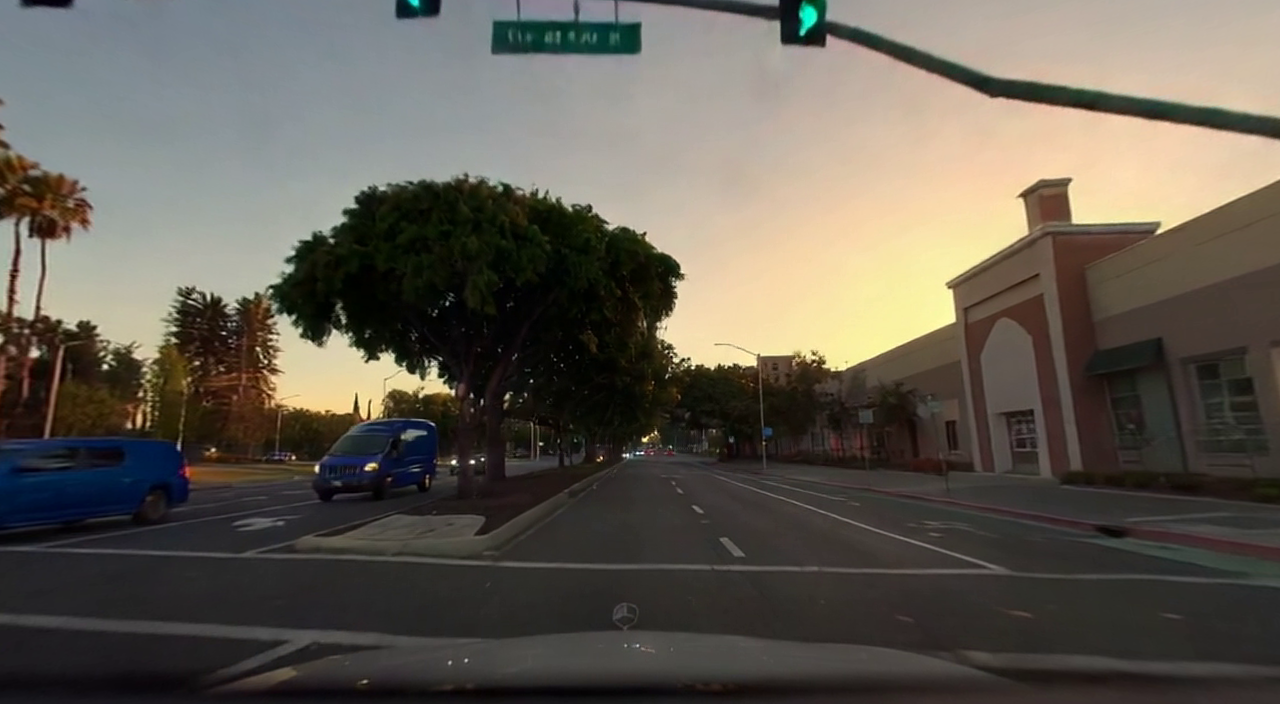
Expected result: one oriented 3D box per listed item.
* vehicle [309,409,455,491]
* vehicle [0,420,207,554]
[{"bbox_3d":[-9.593,3.783,24.519,2.509,2.712,7.034,0,-9,2],"label":"vehicle"},{"bbox_3d":[-9.165,1.944,9.529,2.074,1.681,4.417,0,-9,0],"label":"vehicle"}]
